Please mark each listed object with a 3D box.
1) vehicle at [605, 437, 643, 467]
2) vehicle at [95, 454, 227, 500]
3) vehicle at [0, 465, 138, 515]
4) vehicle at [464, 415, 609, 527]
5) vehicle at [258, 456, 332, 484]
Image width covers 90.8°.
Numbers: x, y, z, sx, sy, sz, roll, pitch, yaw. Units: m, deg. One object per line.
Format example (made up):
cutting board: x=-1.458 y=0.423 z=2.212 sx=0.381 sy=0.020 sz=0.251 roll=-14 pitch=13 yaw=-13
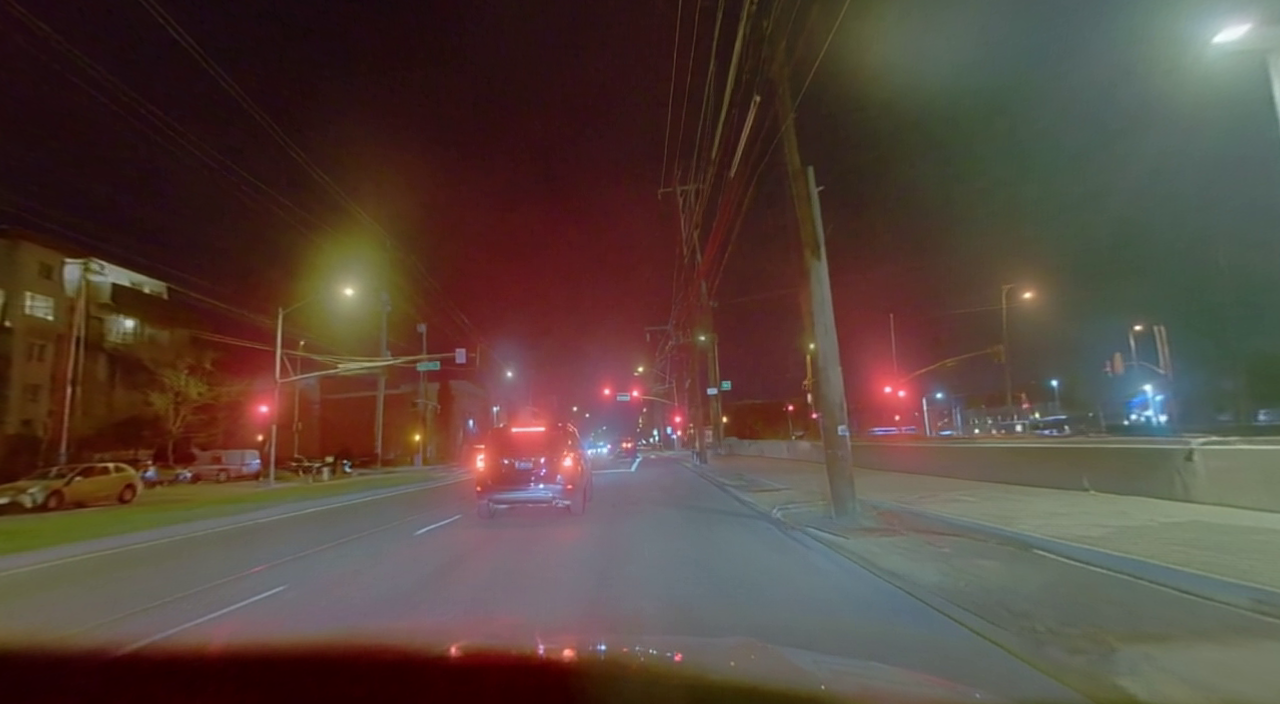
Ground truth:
vehicle: x=-0.915 y=5.956 z=37.722 sx=2.144 sy=1.681 sz=3.855 roll=0 pitch=-9 yaw=0
vehicle: x=-20.110 y=5.217 z=26.807 sx=1.989 sy=1.689 sz=4.388 roll=0 pitch=-9 yaw=2
vehicle: x=-20.206 y=4.710 z=22.023 sx=1.790 sy=1.415 sz=4.450 roll=0 pitch=-9 yaw=-1
vehicle: x=-1.746 y=2.199 z=12.127 sx=2.022 sy=1.757 sz=4.041 roll=0 pitch=-9 yaw=1
vehicle: x=-20.116 y=6.875 z=37.072 sx=1.826 sy=1.430 sz=4.426 roll=0 pitch=-9 yaw=0
